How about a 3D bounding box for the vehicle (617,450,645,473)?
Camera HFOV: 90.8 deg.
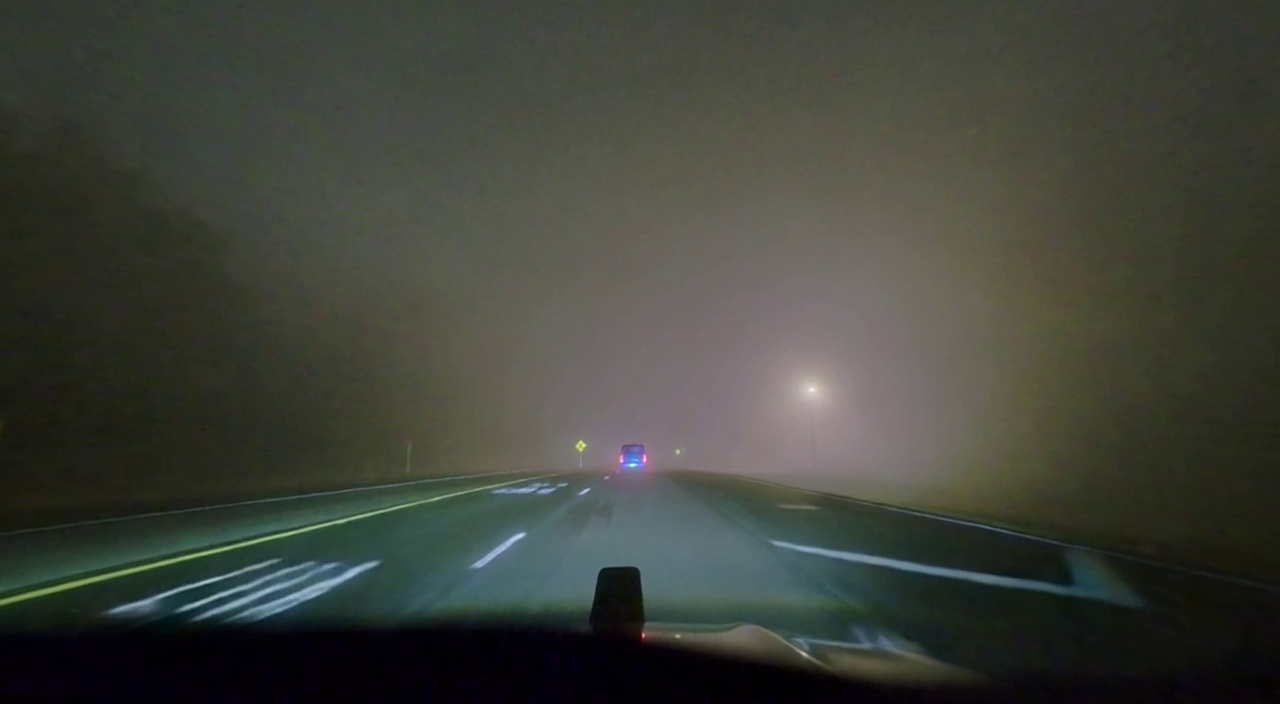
[{"bbox_3d":[-0.667,8.505,49.180,2.053,1.647,4.252,0,-9,1],"label":"vehicle"}]
